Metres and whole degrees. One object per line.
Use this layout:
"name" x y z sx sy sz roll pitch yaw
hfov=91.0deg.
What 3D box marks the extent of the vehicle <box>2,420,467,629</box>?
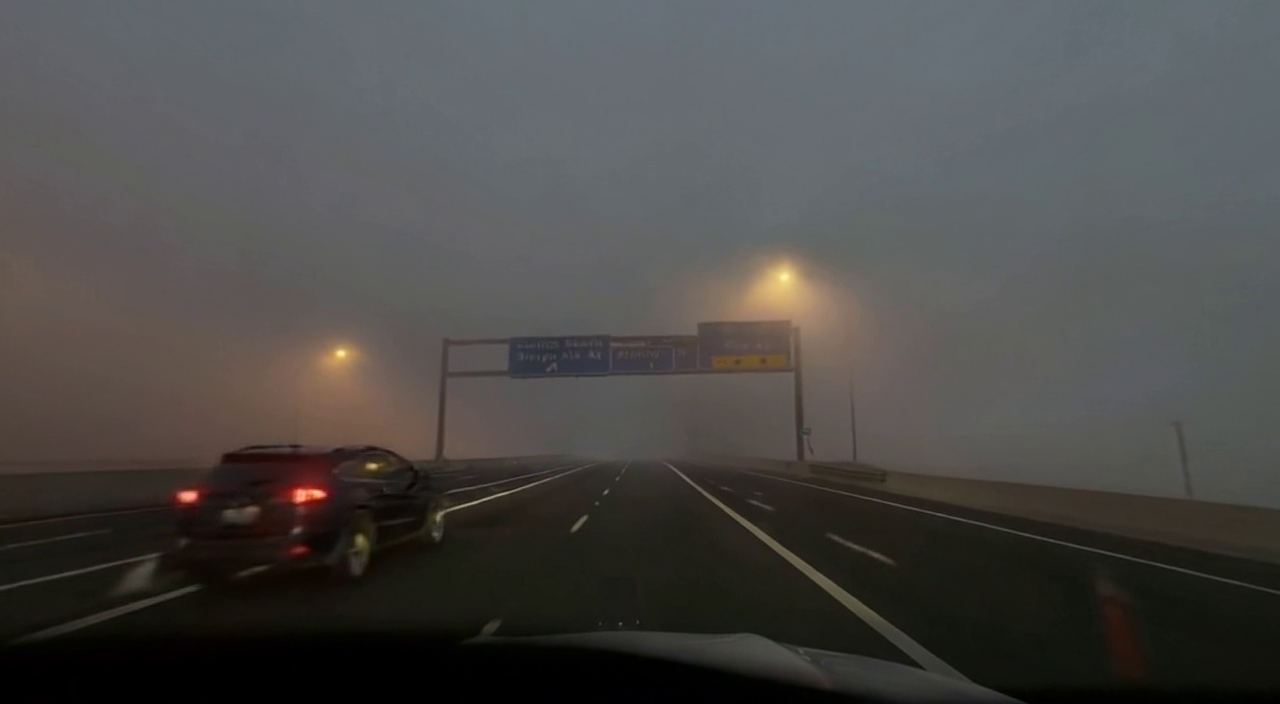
"vehicle" -3.785 1.696 7.354 2.069 1.560 5.018 0 -9 0
